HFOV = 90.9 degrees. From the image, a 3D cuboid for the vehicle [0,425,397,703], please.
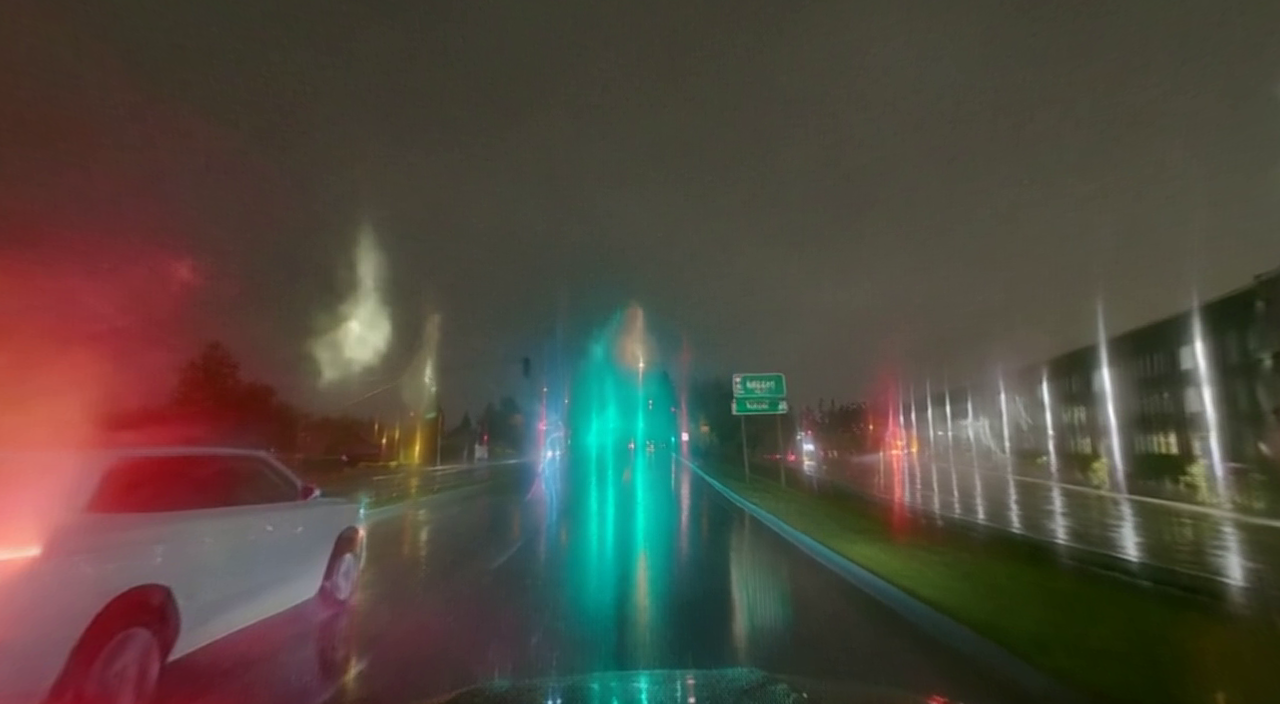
[{"bbox_3d":[-3.516,1.270,4.049,1.972,1.490,4.591,0,-8,1],"label":"vehicle"}]
